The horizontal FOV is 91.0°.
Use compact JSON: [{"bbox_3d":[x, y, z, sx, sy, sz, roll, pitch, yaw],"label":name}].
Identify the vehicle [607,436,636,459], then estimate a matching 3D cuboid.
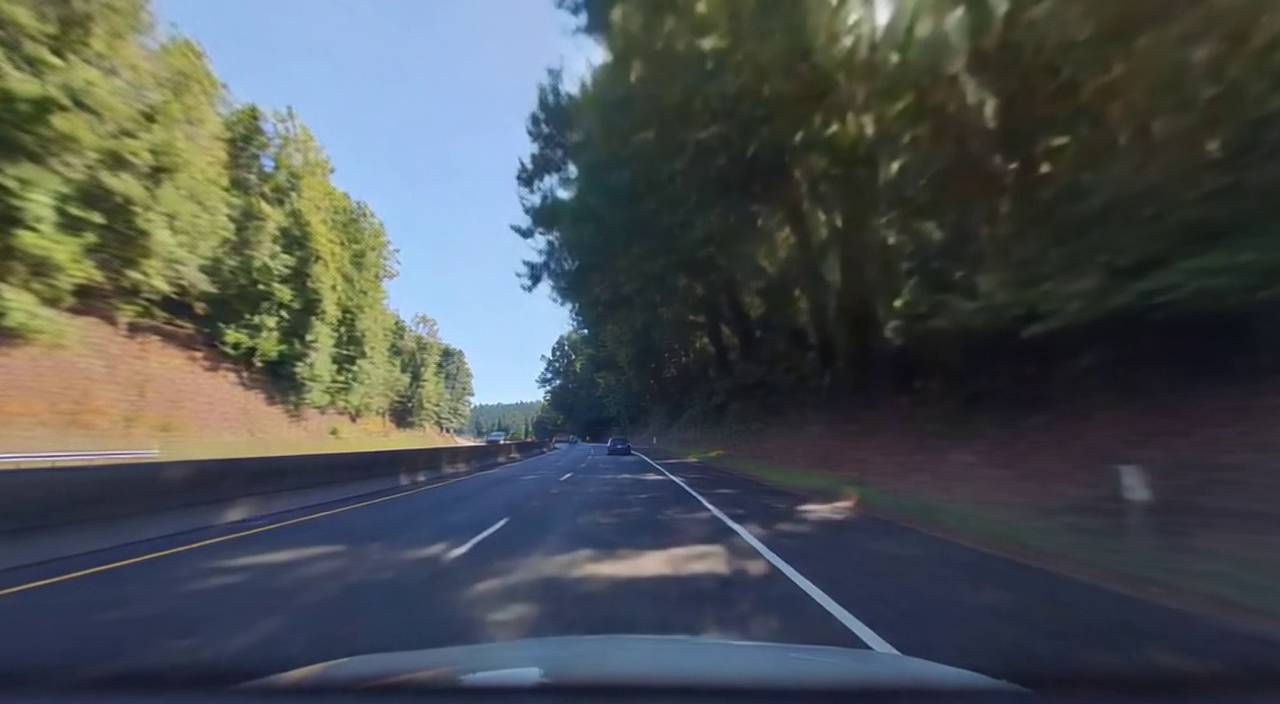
[{"bbox_3d":[-1.397,6.881,45.461,2.004,1.515,3.968,0,-8,-3],"label":"vehicle"}]
